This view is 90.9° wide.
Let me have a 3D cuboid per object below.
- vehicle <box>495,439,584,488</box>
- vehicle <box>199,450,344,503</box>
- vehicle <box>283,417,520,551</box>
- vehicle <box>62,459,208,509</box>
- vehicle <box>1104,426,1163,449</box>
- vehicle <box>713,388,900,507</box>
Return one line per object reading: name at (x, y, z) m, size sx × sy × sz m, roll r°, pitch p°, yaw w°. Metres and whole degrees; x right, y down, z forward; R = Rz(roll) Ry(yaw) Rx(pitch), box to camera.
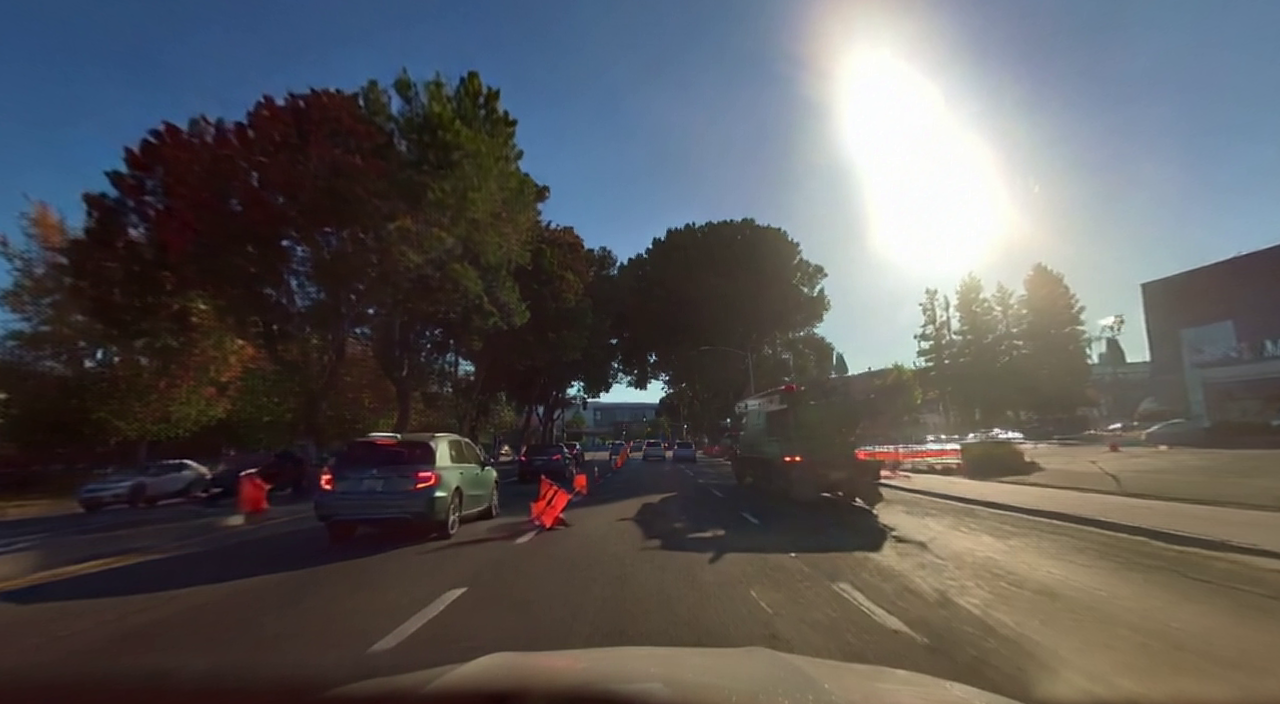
vehicle at (-3.303, 3.777, 21.756) m, size 2.107 × 1.482 × 4.674 m, roll 0°, pitch -8°, yaw 2°
vehicle at (-12.036, 4.057, 21.039) m, size 1.910 × 1.509 × 4.722 m, roll 0°, pitch -8°, yaw 1°
vehicle at (-3.458, 2.000, 10.263) m, size 2.038 × 1.682 × 4.399 m, roll 0°, pitch -8°, yaw 1°
vehicle at (-19.641, 5.109, 24.847) m, size 1.874 × 1.671 × 4.568 m, roll 0°, pitch -8°, yaw 1°
vehicle at (36.098, 6.281, 46.227) m, size 1.999 × 1.564 × 3.899 m, roll -2°, pitch -9°, yaw 16°
vehicle at (3.915, 2.570, 17.125) m, size 2.760 × 2.465 × 7.936 m, roll 0°, pitch -8°, yaw -1°
